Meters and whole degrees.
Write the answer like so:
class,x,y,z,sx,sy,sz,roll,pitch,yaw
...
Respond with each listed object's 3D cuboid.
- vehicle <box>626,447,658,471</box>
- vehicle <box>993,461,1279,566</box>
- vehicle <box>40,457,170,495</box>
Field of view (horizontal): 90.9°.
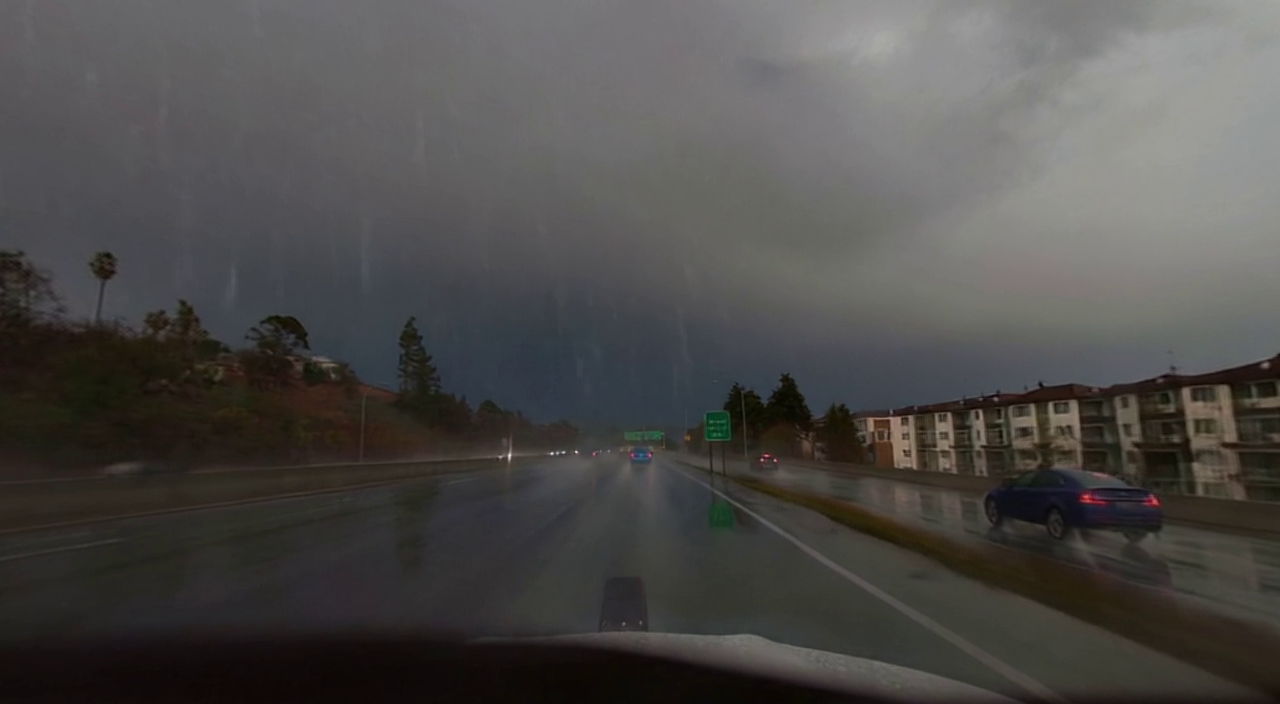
class,x,y,z,sx,sy,sz,roll,pitch,yaw
vehicle,0.155,7.153,42.324,2.051,1.443,3.770,0,-8,0
vehicle,12.182,3.837,15.984,2.599,1.962,5.759,1,-8,-7
vehicle,-23.572,5.446,28.043,2.029,1.448,4.262,0,-8,1
